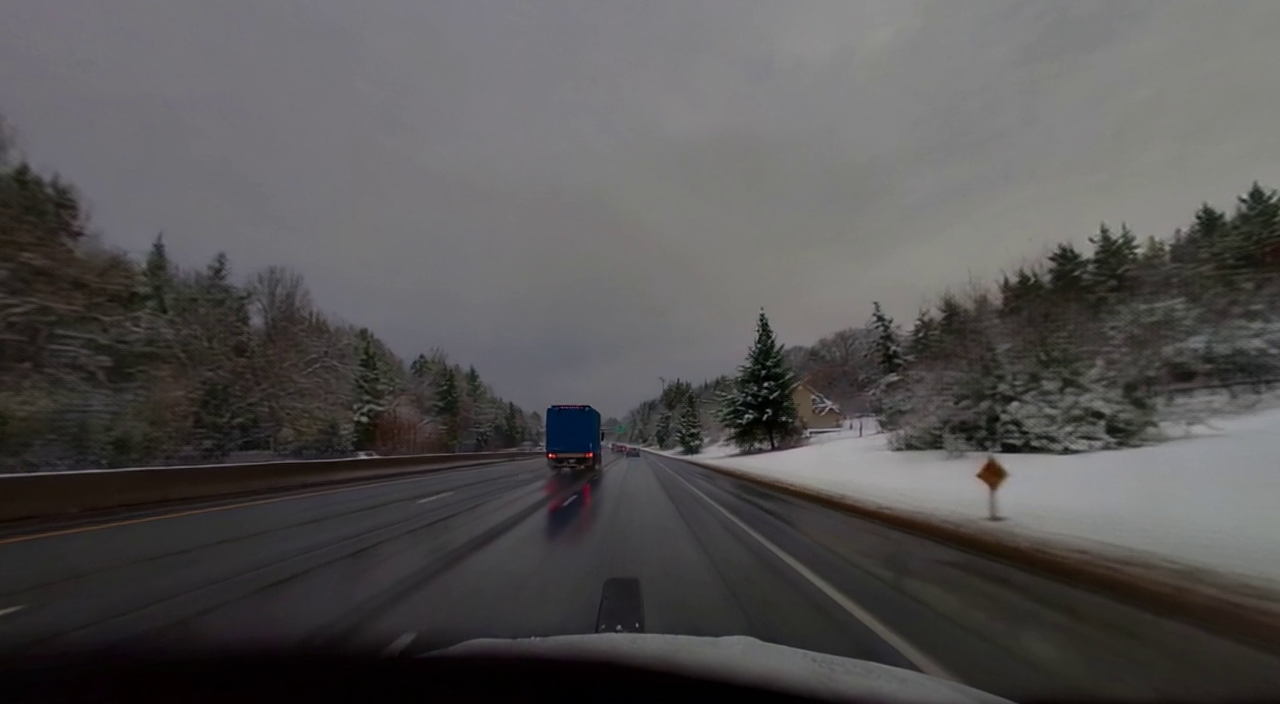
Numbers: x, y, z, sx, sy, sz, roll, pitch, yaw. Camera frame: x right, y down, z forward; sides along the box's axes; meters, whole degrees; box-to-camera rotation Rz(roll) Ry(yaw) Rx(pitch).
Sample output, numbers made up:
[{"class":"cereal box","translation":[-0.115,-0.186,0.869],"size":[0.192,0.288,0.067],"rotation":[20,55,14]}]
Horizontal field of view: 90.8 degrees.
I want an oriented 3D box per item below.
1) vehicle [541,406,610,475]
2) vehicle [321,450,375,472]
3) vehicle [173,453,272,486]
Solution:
[{"class":"vehicle","translation":[-3.321,4.890,34.679],"size":[2.874,3.309,8.208],"rotation":[0,-9,0]},{"class":"vehicle","translation":[-21.333,7.974,46.349],"size":[1.915,1.525,4.408],"rotation":[0,-9,0]},{"class":"vehicle","translation":[-21.297,5.983,32.463],"size":[1.930,1.474,4.576],"rotation":[-1,-9,0]}]
